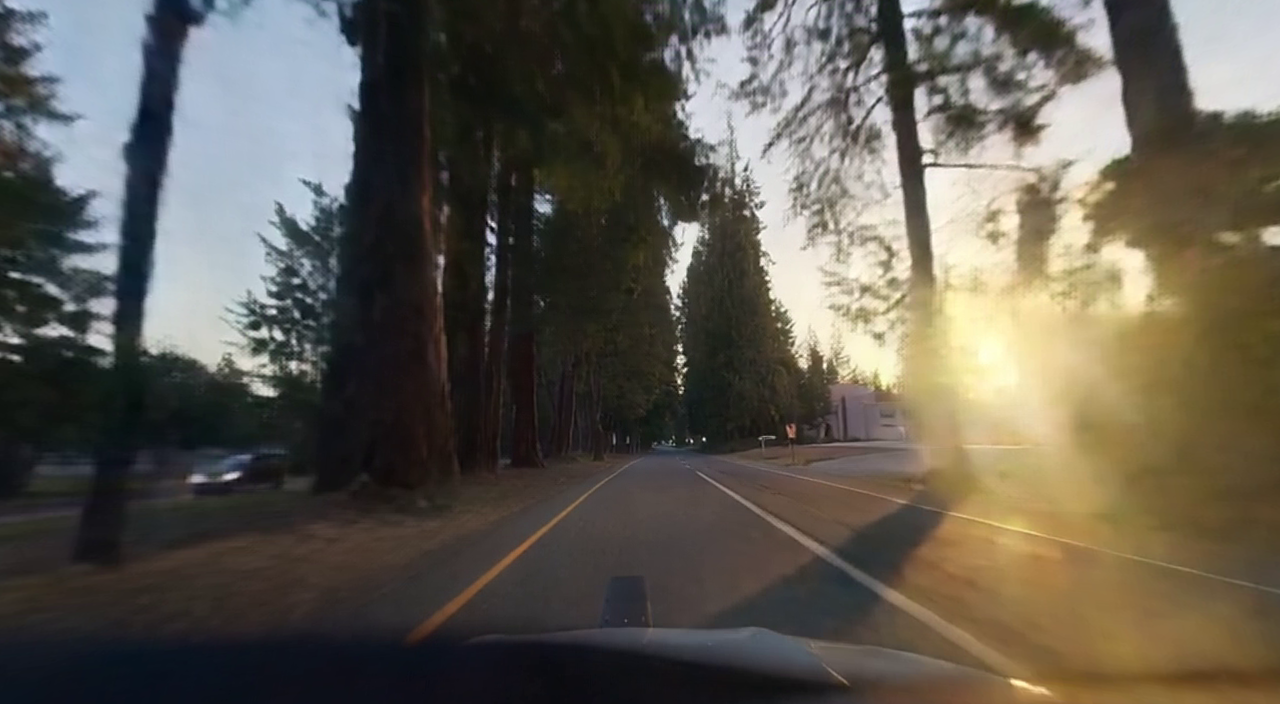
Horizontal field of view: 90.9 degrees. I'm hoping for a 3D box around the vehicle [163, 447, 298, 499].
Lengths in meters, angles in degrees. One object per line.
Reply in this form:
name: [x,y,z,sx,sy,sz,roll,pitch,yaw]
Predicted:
vehicle: [-15.818,4.655,24.736,2.010,1.801,4.777,0,-8,1]
